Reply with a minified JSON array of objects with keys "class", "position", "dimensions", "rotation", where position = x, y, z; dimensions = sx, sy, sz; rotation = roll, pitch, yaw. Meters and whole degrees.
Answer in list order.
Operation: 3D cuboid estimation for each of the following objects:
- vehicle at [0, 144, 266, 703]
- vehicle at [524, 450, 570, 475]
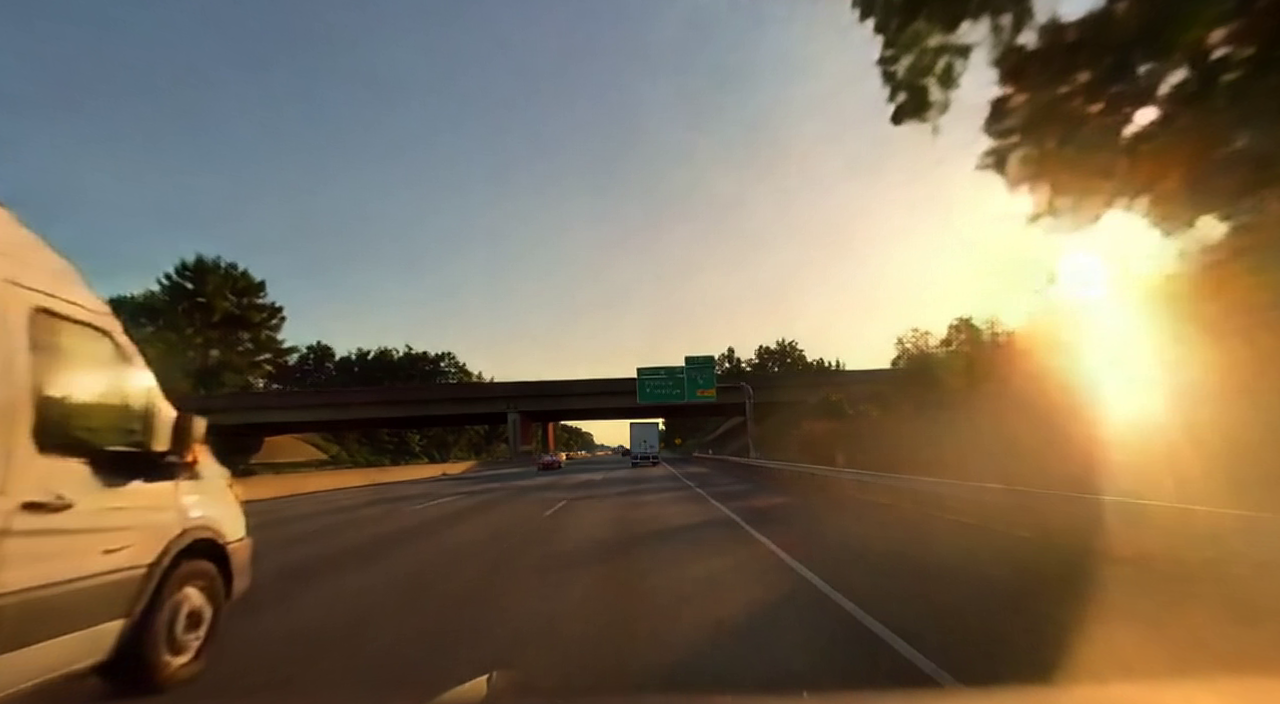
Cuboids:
[{"class":"vehicle","position":[-3.969,0.294,1.458],"dimensions":[2.504,2.694,5.934],"rotation":[0,-9,0]},{"class":"vehicle","position":[-5.746,6.825,39.348],"dimensions":[1.953,1.452,4.711],"rotation":[-1,-9,3]}]
